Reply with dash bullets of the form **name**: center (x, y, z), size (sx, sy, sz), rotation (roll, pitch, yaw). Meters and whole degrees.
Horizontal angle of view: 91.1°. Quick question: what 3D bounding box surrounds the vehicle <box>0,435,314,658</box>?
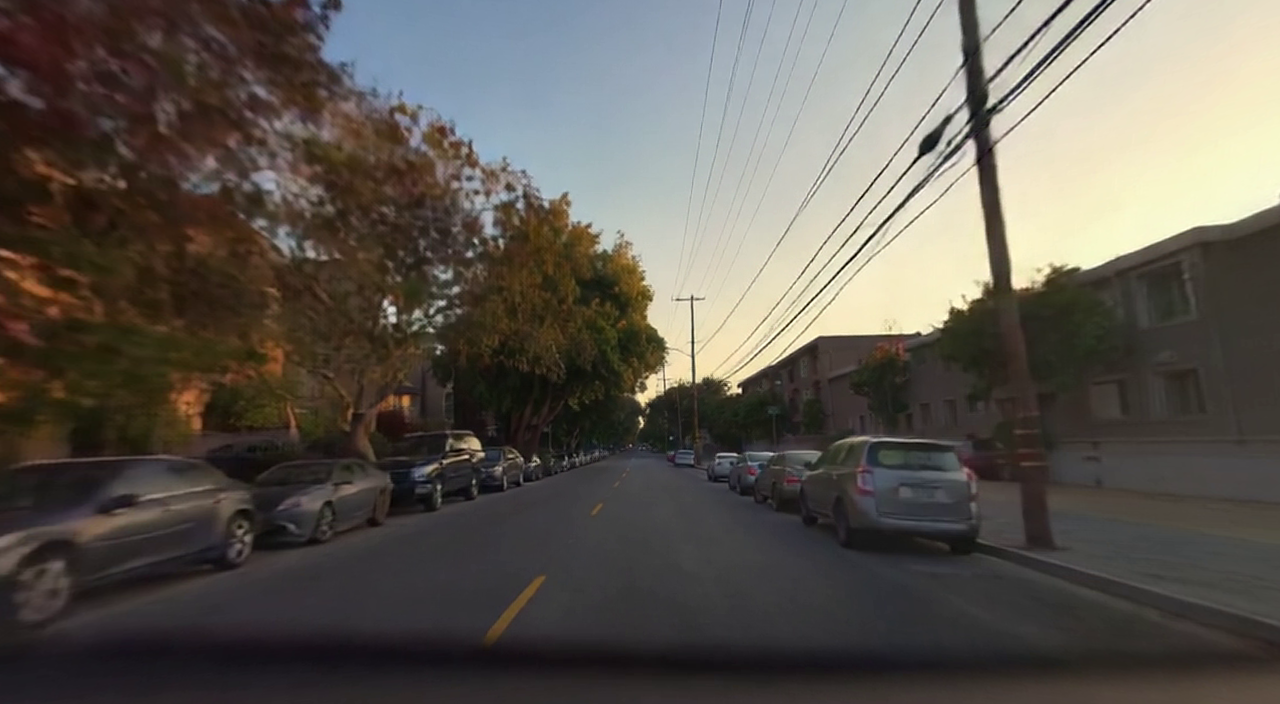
- **vehicle**: center (-6.093, 1.859, 7.102), size (2.247, 1.698, 4.944), rotation (-3, -7, -1)

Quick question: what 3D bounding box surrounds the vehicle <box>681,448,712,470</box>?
- **vehicle**: center (4.242, 8.116, 47.775), size (1.883, 1.527, 3.828), rotation (0, -9, -1)

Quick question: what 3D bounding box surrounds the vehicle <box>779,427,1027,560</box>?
- **vehicle**: center (3.957, 2.200, 10.499), size (2.328, 1.730, 4.225), rotation (0, -9, 0)

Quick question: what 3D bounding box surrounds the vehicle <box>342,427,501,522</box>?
- **vehicle**: center (-6.039, 3.379, 18.432), size (2.376, 2.219, 6.021), rotation (-2, -7, 2)
